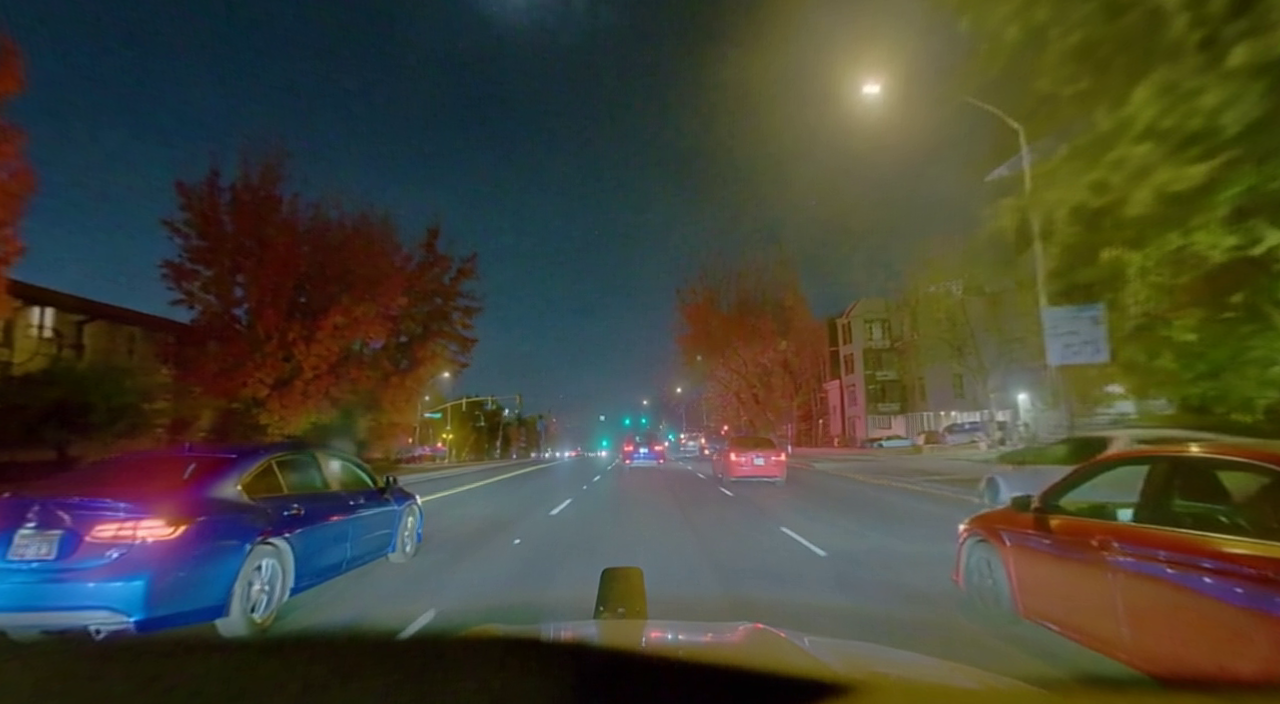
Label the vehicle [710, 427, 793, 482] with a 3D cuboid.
[{"bbox_3d":[3.662,3.468,21.523,2.019,1.675,4.488,0,-8,0],"label":"vehicle"}]

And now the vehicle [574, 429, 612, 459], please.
[{"bbox_3d":[-3.368,6.758,46.149,2.246,2.062,5.123,0,-8,1],"label":"vehicle"}]

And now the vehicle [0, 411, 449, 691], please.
[{"bbox_3d":[-3.497,1.400,5.704,1.997,1.479,4.547,0,-8,1],"label":"vehicle"}]

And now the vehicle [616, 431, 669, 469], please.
[{"bbox_3d":[0.121,4.567,29.364,2.293,1.662,4.262,0,-8,0],"label":"vehicle"}]

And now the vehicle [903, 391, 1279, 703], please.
[{"bbox_3d":[3.374,1.038,3.314,2.060,1.474,4.475,0,-8,0],"label":"vehicle"}]

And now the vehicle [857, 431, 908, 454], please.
[{"bbox_3d":[18.378,6.921,47.705,1.767,1.400,4.107,-3,-10,-7],"label":"vehicle"}]
